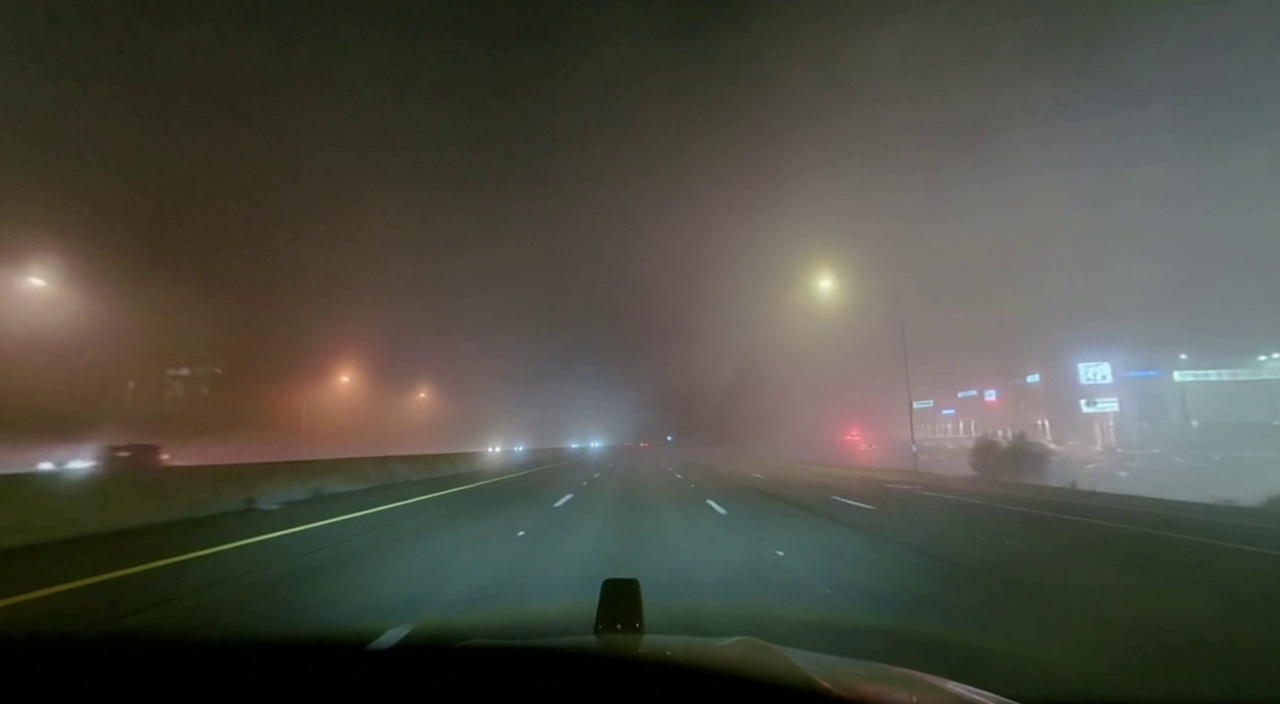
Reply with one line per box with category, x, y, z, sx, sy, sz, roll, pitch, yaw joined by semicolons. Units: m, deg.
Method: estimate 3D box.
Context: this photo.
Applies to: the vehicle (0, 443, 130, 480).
vehicle;-25.555;4.800;27.919;1.872;1.508;4.652;0;-9;1
